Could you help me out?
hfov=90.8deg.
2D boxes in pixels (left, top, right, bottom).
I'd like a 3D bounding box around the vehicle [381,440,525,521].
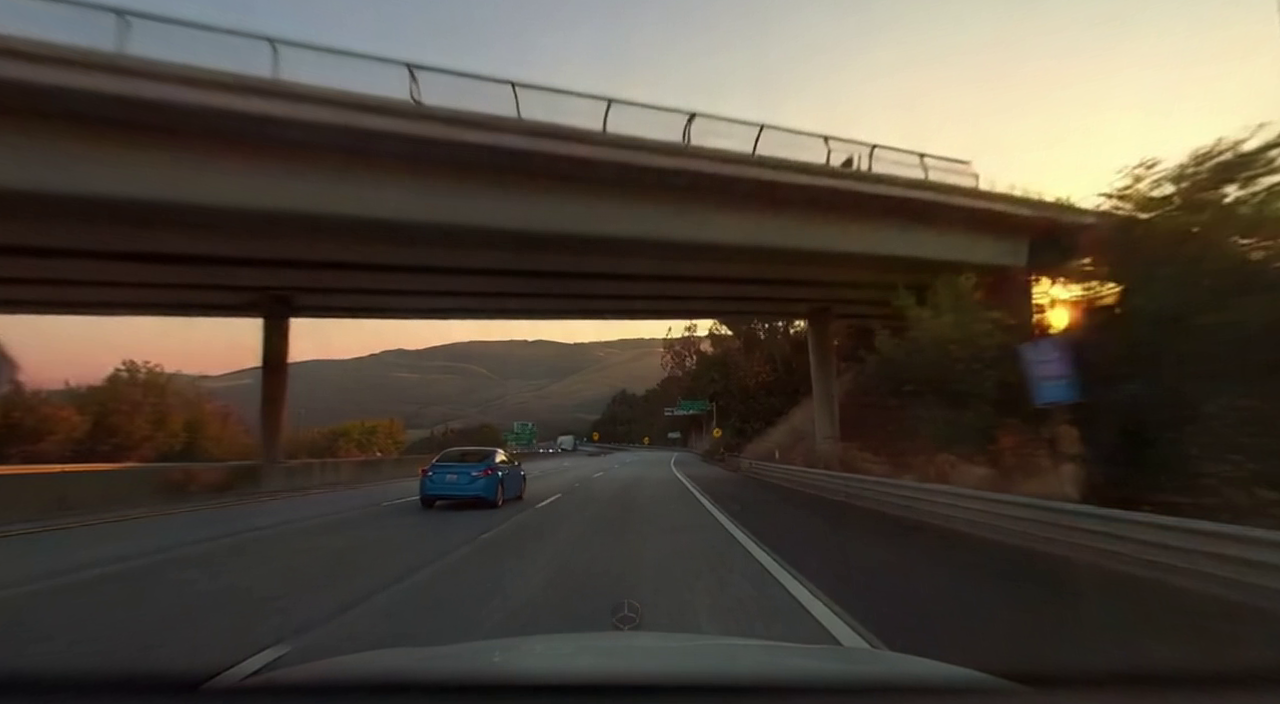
[{"bbox_3d":[-3.882,2.719,13.850,1.928,1.504,3.745,0,-9,1],"label":"vehicle"}]
